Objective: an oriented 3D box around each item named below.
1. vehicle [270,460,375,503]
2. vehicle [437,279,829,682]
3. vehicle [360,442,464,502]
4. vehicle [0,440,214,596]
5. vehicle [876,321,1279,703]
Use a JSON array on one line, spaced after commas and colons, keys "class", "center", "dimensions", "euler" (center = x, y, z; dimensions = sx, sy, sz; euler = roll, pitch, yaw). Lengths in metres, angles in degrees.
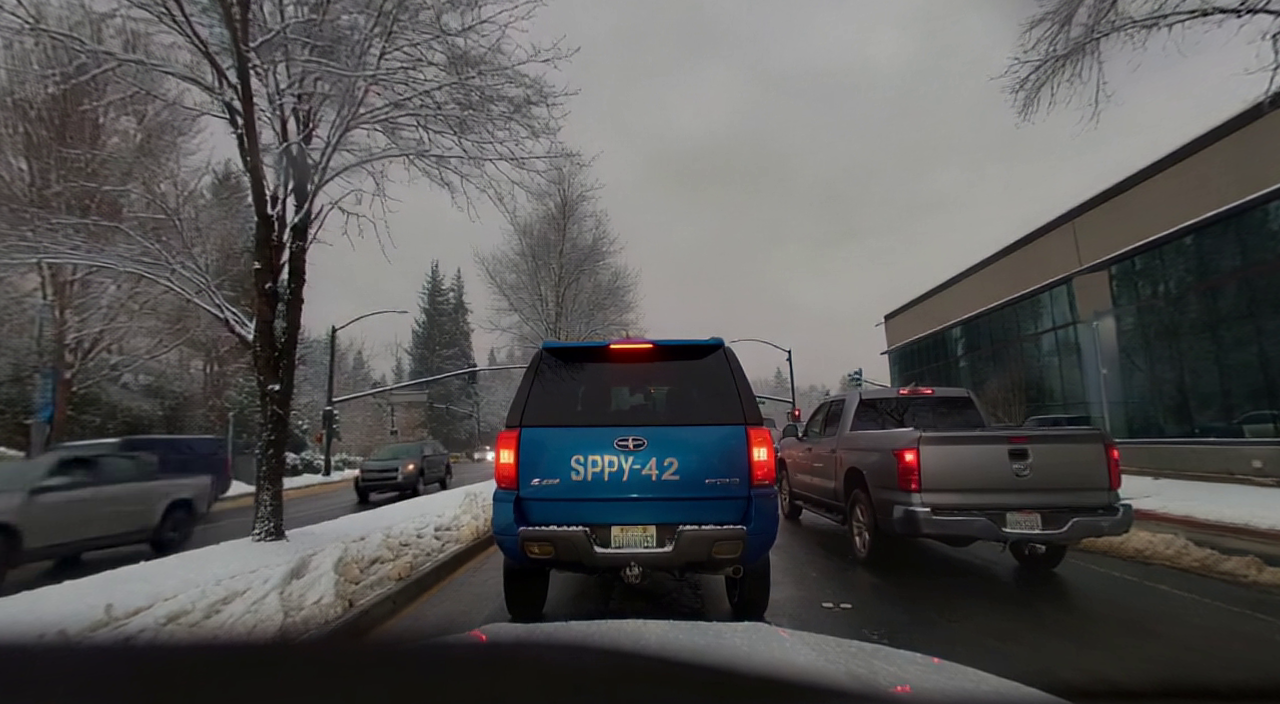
[{"class": "vehicle", "center": [-15.734, 6.428, 31.706], "dimensions": [2.214, 1.815, 5.613], "euler": [0, -8, 2]}, {"class": "vehicle", "center": [0.013, 1.039, 5.975], "dimensions": [2.267, 2.372, 4.366], "euler": [0, -8, 2]}, {"class": "vehicle", "center": [-8.975, 4.709, 25.362], "dimensions": [2.126, 2.027, 5.018], "euler": [-3, -9, 2]}, {"class": "vehicle", "center": [-8.876, 2.231, 9.093], "dimensions": [2.128, 1.868, 4.863], "euler": [0, -8, -2]}, {"class": "vehicle", "center": [3.078, 0.989, 3.465], "dimensions": [2.022, 1.700, 4.410], "euler": [0, -8, 3]}]
